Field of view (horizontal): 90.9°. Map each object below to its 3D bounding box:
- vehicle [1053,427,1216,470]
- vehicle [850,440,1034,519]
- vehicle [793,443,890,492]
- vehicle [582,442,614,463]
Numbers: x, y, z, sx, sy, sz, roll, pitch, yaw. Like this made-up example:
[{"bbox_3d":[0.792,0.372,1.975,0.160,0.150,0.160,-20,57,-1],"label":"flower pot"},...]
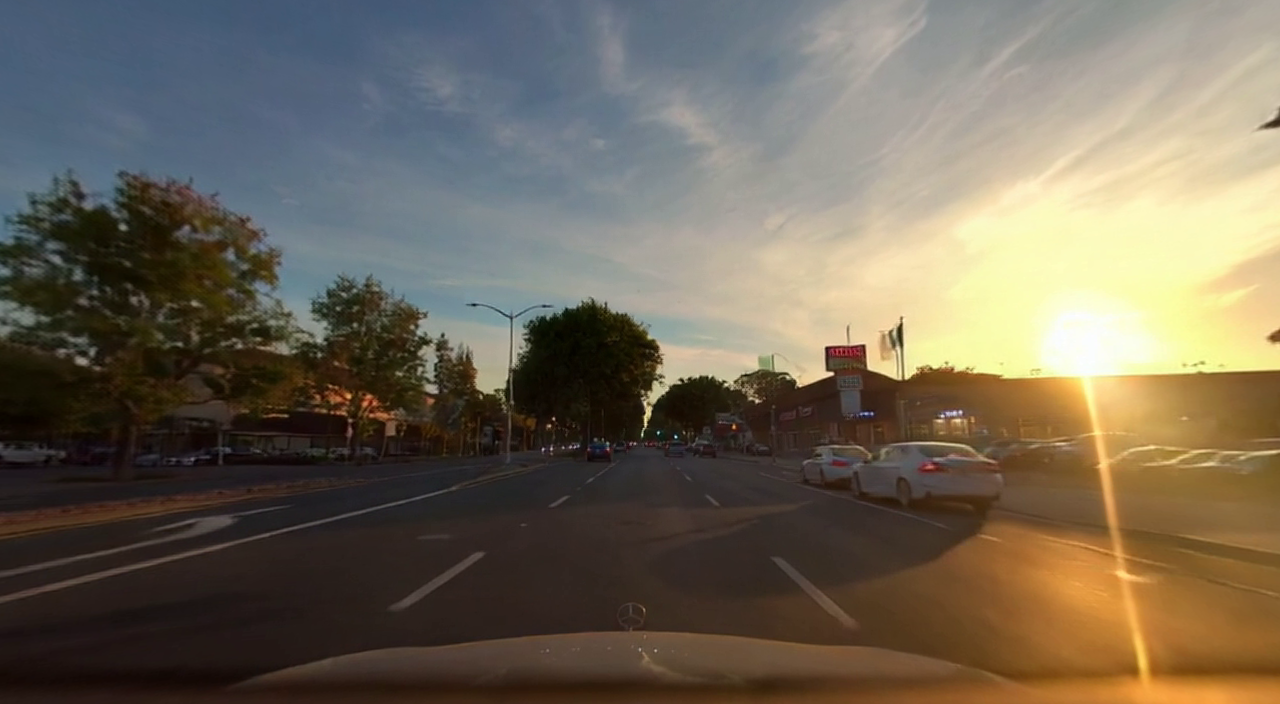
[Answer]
[{"bbox_3d":[23.647,4.658,30.345,5.870,1.970,2.366,0,-8,-1],"label":"vehicle"},{"bbox_3d":[6.691,2.840,14.714,1.869,1.516,4.767,0,-8,-1],"label":"vehicle"},{"bbox_3d":[6.788,3.912,21.804,1.923,1.482,4.558,0,-8,1],"label":"vehicle"},{"bbox_3d":[-3.019,7.335,46.026,2.005,1.446,4.265,0,-8,1],"label":"vehicle"}]
